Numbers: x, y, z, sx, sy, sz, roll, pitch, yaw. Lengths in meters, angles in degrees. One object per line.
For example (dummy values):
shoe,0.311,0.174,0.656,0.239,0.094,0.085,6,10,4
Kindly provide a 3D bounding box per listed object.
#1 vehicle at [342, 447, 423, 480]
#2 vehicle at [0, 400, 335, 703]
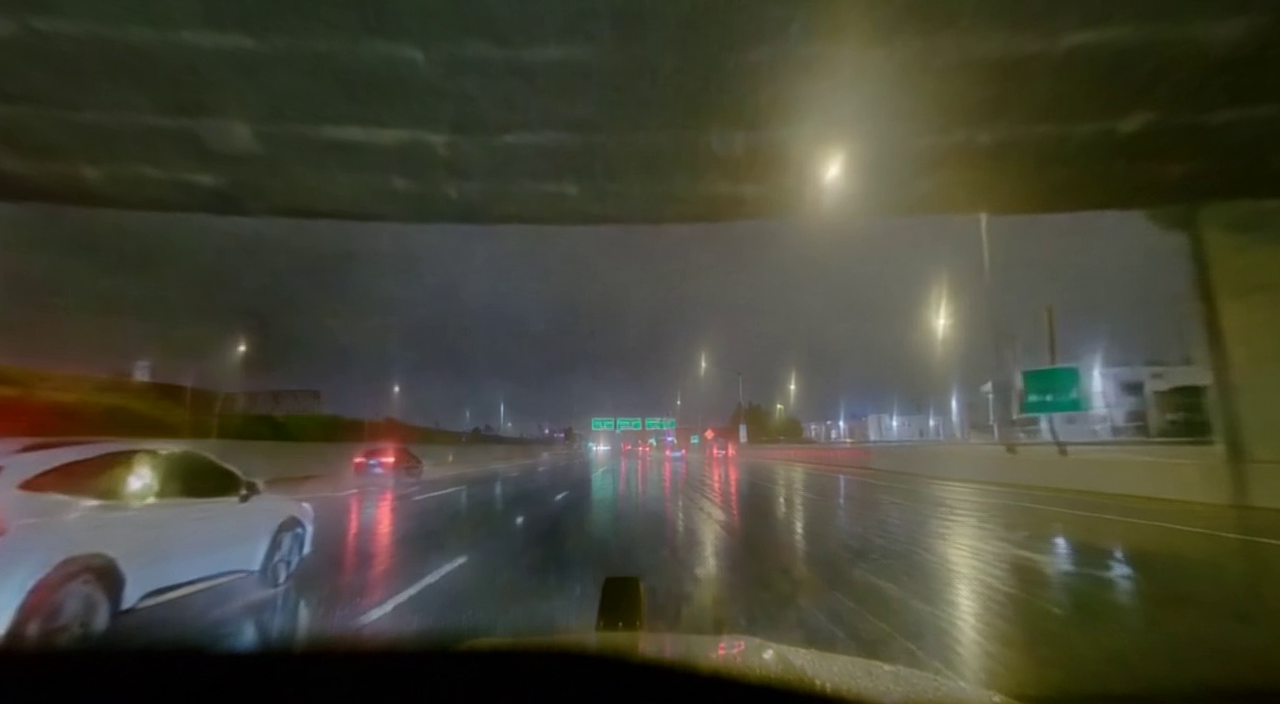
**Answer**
vehicle,-11.422,4.950,28.360,1.861,1.373,4.211,0,-8,0
vehicle,-4.063,1.144,3.978,2.051,1.516,4.493,0,-8,0
